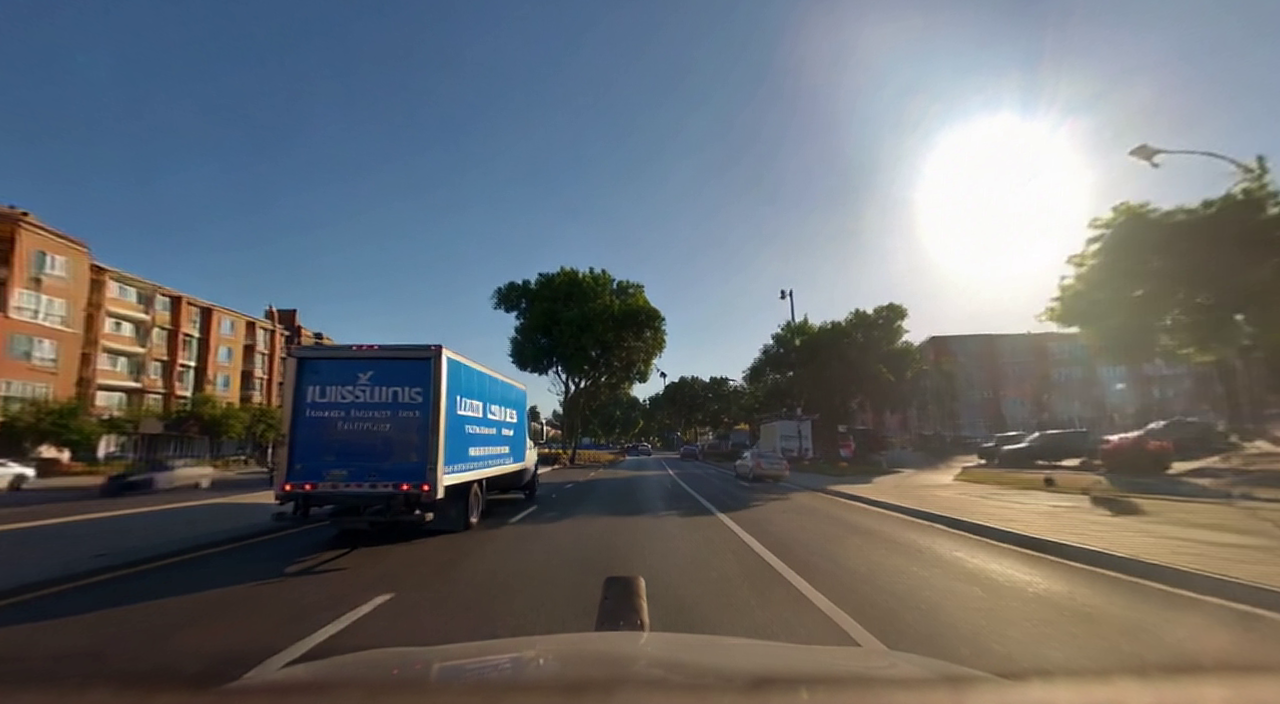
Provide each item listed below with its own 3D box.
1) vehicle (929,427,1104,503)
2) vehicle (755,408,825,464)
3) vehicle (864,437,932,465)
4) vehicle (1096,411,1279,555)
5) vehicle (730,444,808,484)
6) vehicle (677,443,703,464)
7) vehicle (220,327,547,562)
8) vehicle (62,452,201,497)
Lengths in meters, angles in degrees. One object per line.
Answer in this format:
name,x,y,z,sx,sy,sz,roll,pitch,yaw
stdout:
vehicle,9.261,2.795,16.017,1.814,1.646,4.133,0,-8,-1
vehicle,9.501,5.486,40.916,2.882,3.208,7.609,-1,-8,2
vehicle,16.645,6.348,40.674,4.698,1.726,2.046,7,-11,-41
vehicle,8.963,1.737,8.727,2.085,1.762,4.198,-3,-10,0
vehicle,5.040,4.433,25.485,2.127,1.439,5.034,0,-8,1
vehicle,3.863,7.811,48.956,1.878,1.534,4.120,-1,-8,4
vehicle,-3.789,1.692,11.836,2.763,2.974,7.562,-1,-8,2
vehicle,-19.696,4.733,24.768,1.819,1.526,4.329,0,-8,0
